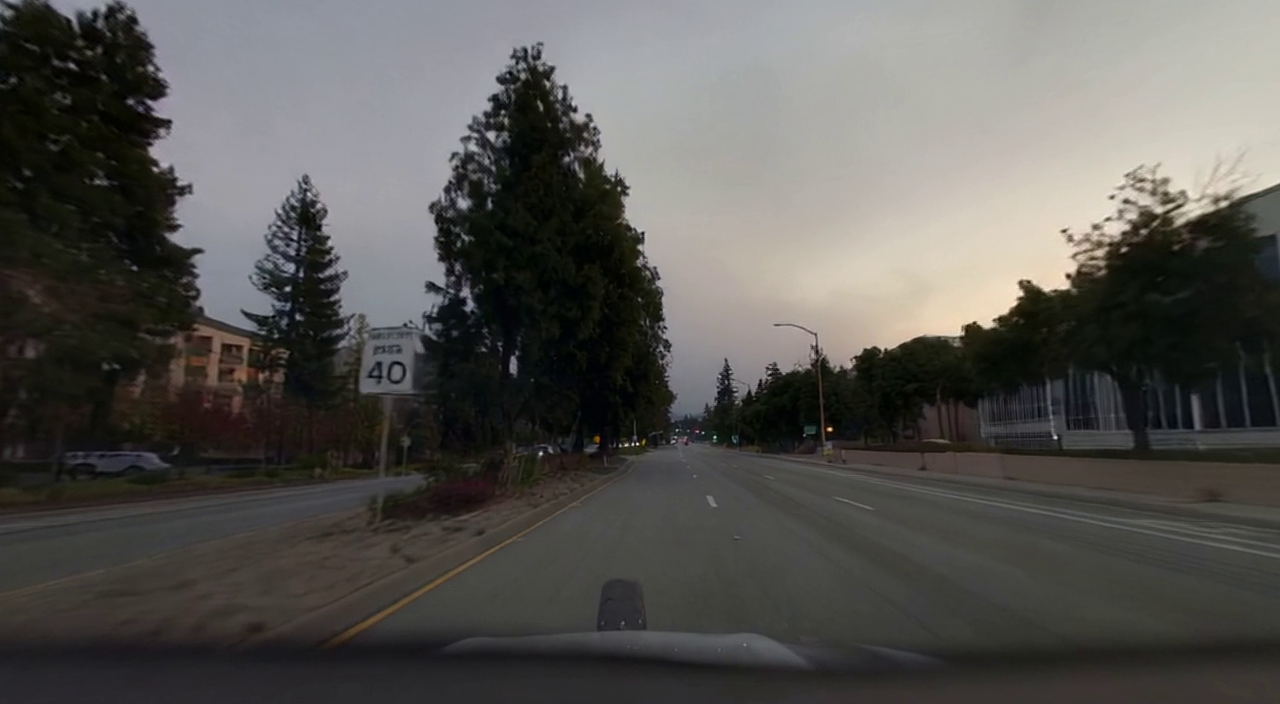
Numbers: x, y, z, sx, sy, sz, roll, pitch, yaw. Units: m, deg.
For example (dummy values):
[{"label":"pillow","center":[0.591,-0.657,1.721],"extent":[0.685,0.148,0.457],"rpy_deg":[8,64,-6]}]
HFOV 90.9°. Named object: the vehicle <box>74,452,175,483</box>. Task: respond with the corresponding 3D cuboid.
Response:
[{"label":"vehicle","center":[-26.227,5.871,32.142],"extent":[3.651,1.453,1.643],"rpy_deg":[-1,-8,1]}]
